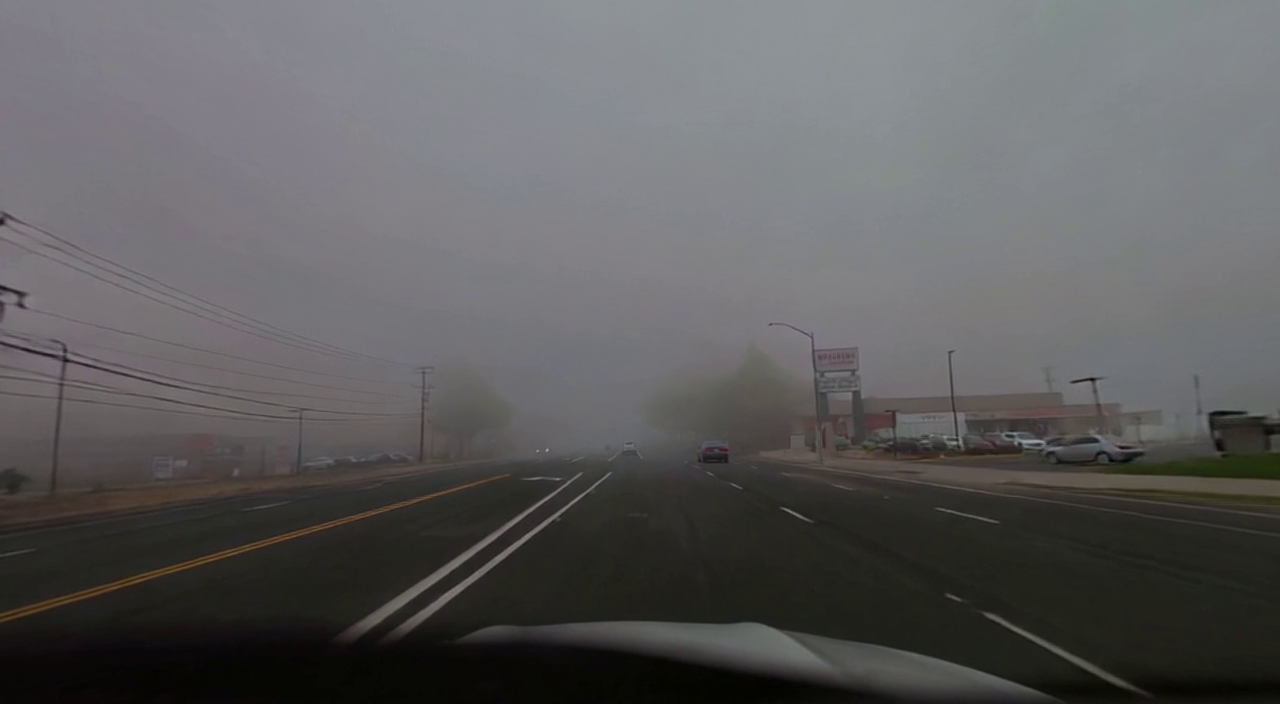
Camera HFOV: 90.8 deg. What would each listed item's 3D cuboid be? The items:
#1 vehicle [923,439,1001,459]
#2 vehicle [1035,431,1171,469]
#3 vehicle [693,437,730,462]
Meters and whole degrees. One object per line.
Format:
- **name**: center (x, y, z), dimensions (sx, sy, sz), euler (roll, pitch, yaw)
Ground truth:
- **vehicle**: center (23.524, 7.114, 46.346), dimensions (1.886, 1.438, 4.742), euler (6, -10, -33)
- **vehicle**: center (22.794, 4.850, 31.322), dimensions (2.086, 1.730, 4.913), euler (6, -11, -35)
- **vehicle**: center (4.903, 6.727, 43.629), dimensions (1.957, 1.643, 4.226), euler (0, -9, -1)
